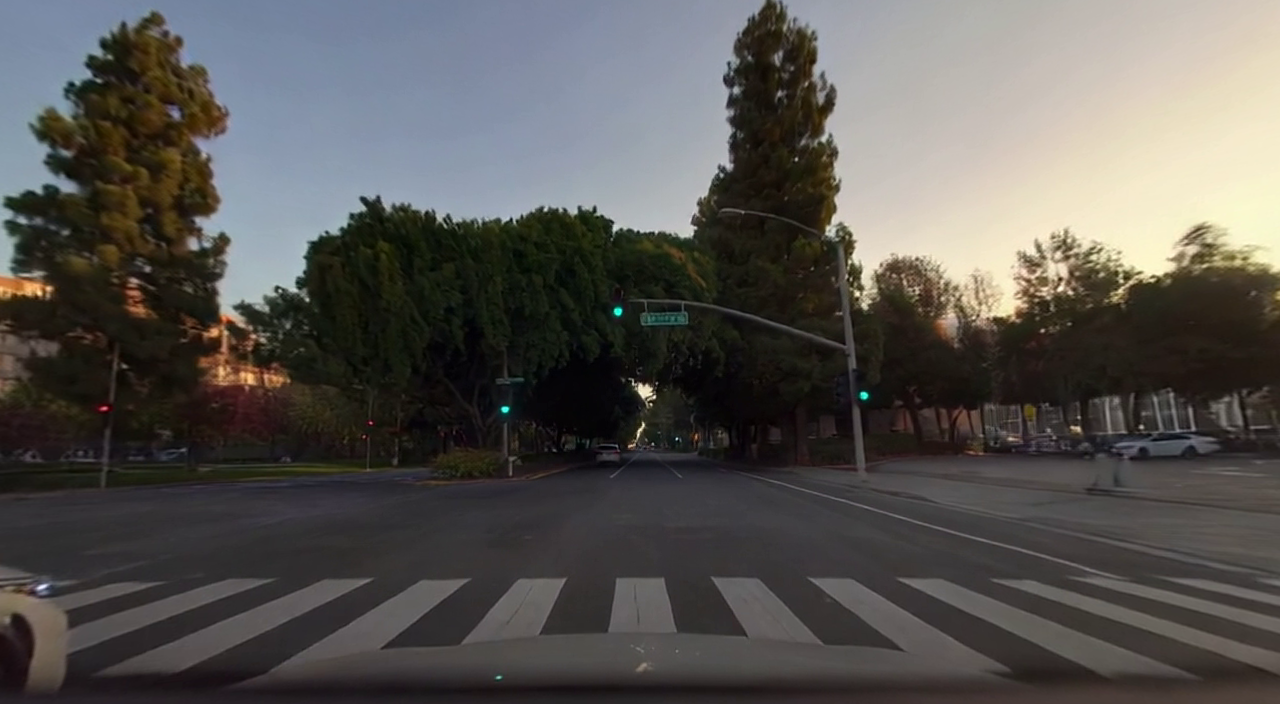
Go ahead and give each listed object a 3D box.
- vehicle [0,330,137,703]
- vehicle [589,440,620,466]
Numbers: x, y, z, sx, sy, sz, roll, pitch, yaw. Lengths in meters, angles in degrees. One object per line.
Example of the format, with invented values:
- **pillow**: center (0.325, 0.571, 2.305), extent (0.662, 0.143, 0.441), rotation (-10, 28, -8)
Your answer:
- **vehicle**: center (-3.315, 0.557, 0.941), extent (1.751, 1.693, 3.998), rotation (0, -9, 0)
- **vehicle**: center (-2.487, 7.210, 45.087), extent (2.011, 1.756, 4.478), rotation (0, -9, 0)
